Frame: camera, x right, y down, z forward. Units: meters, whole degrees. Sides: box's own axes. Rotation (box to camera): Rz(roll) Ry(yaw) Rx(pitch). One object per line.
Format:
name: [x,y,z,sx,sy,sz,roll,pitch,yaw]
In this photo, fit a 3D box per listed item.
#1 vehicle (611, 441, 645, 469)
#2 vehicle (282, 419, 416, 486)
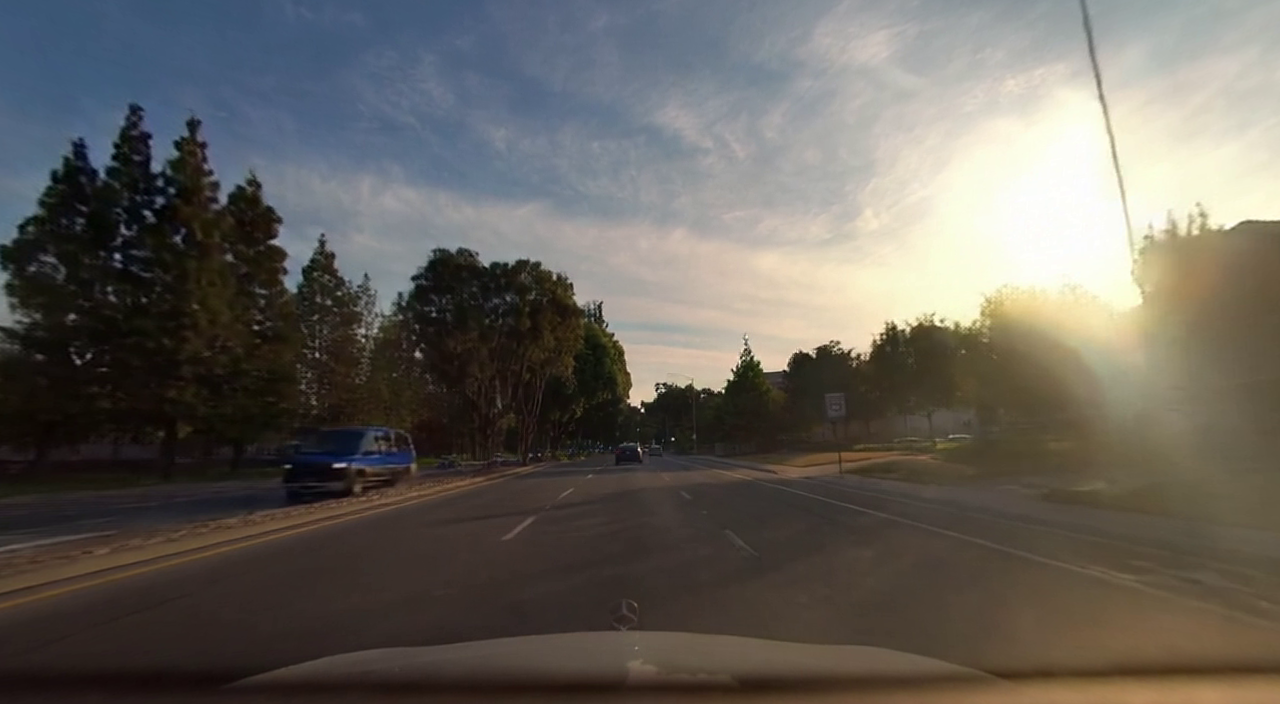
vehicle: [-0.796,6.871,42.290,2.174,1.703,4.231,0,-9,0]
vehicle: [-14.948,5.283,33.459,2.941,3.068,8.587,0,-9,1]
